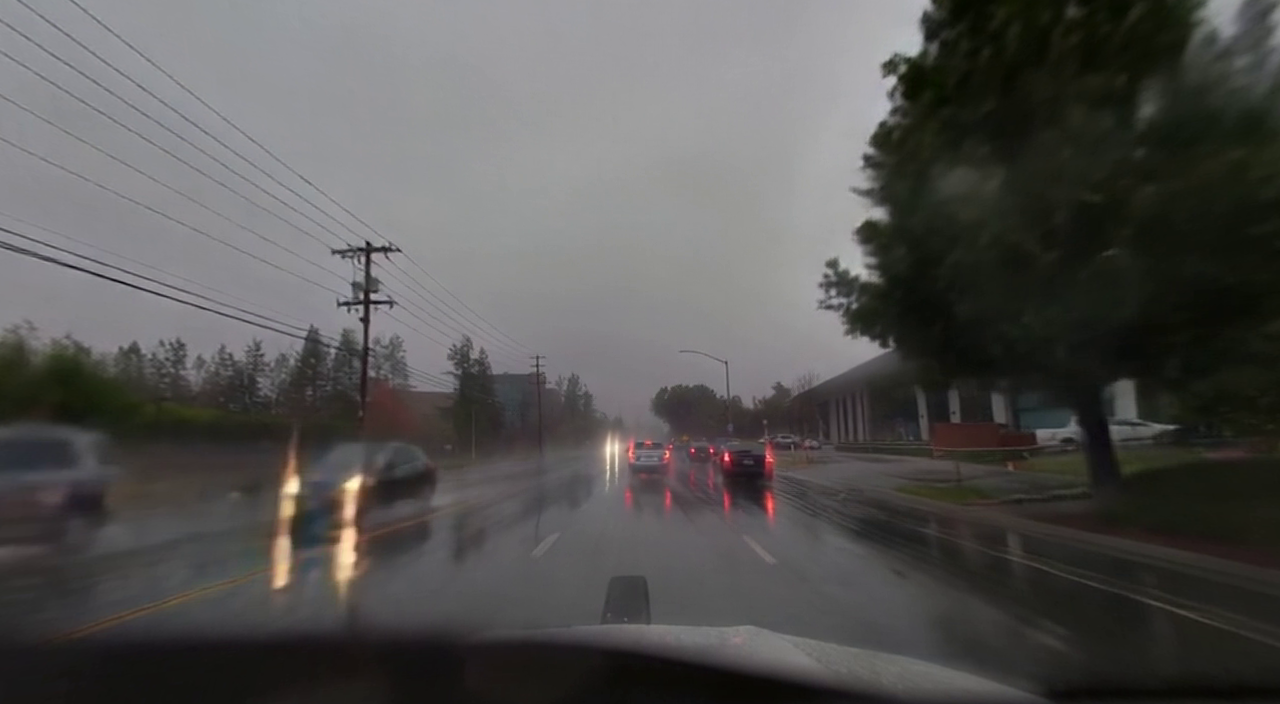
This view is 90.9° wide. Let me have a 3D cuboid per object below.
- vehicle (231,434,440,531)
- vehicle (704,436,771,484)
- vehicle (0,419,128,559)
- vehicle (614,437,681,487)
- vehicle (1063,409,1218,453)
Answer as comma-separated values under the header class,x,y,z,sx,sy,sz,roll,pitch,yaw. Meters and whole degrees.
class,x,y,z,sx,sy,sz,roll,pitch,yaw
vehicle,-6.150,2.663,13.539,2.187,1.711,4.505,0,-8,1
vehicle,3.691,4.149,24.565,1.914,1.698,4.049,0,-8,0
vehicle,-9.539,1.804,7.924,2.109,1.826,4.704,-4,-9,3
vehicle,0.282,3.955,22.967,2.200,1.653,4.127,0,-8,1
vehicle,20.750,3.392,26.433,1.943,1.617,4.713,3,-10,-17
